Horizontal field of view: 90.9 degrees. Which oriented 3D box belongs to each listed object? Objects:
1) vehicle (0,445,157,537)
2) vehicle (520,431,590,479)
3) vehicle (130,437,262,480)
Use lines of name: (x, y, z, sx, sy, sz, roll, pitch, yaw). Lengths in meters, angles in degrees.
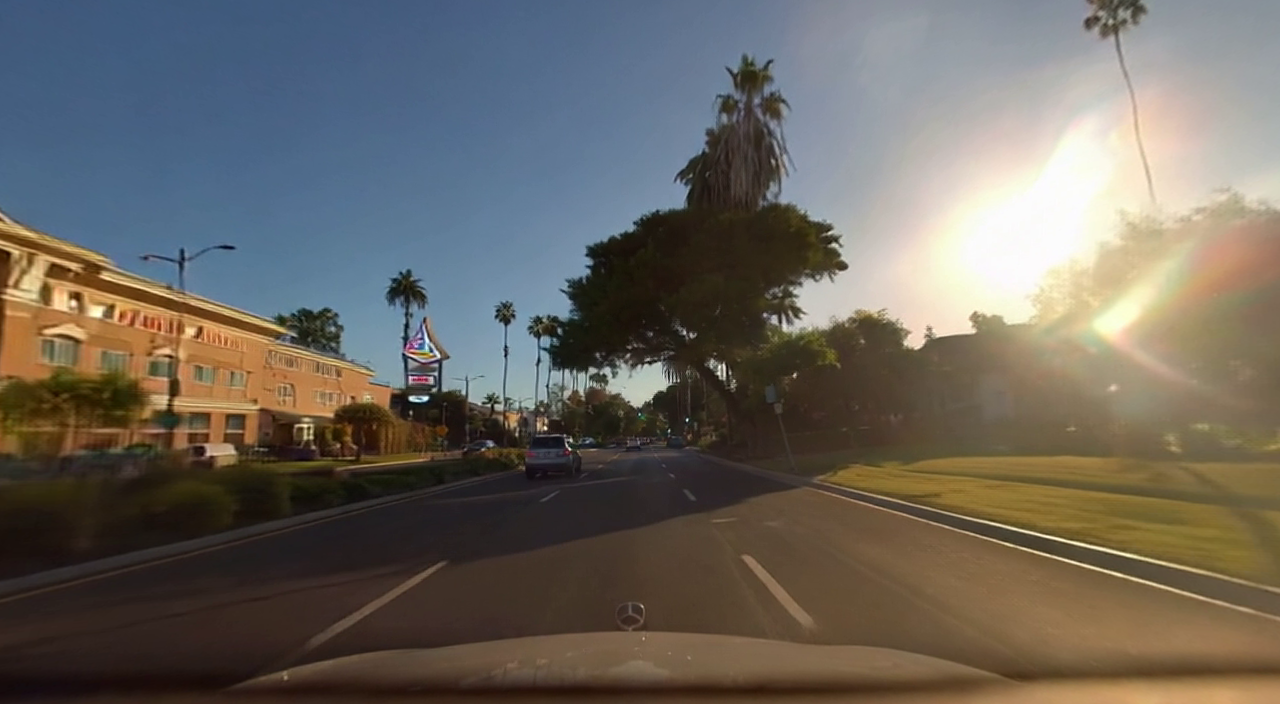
vehicle: (-11.347, 2.426, 11.369, 1.930, 1.480, 4.115, 0, -8, 1)
vehicle: (-3.208, 4.021, 24.904, 2.062, 1.693, 4.669, 0, -8, 1)
vehicle: (-22.432, 5.402, 32.281, 2.452, 1.859, 5.964, -3, -9, -1)
